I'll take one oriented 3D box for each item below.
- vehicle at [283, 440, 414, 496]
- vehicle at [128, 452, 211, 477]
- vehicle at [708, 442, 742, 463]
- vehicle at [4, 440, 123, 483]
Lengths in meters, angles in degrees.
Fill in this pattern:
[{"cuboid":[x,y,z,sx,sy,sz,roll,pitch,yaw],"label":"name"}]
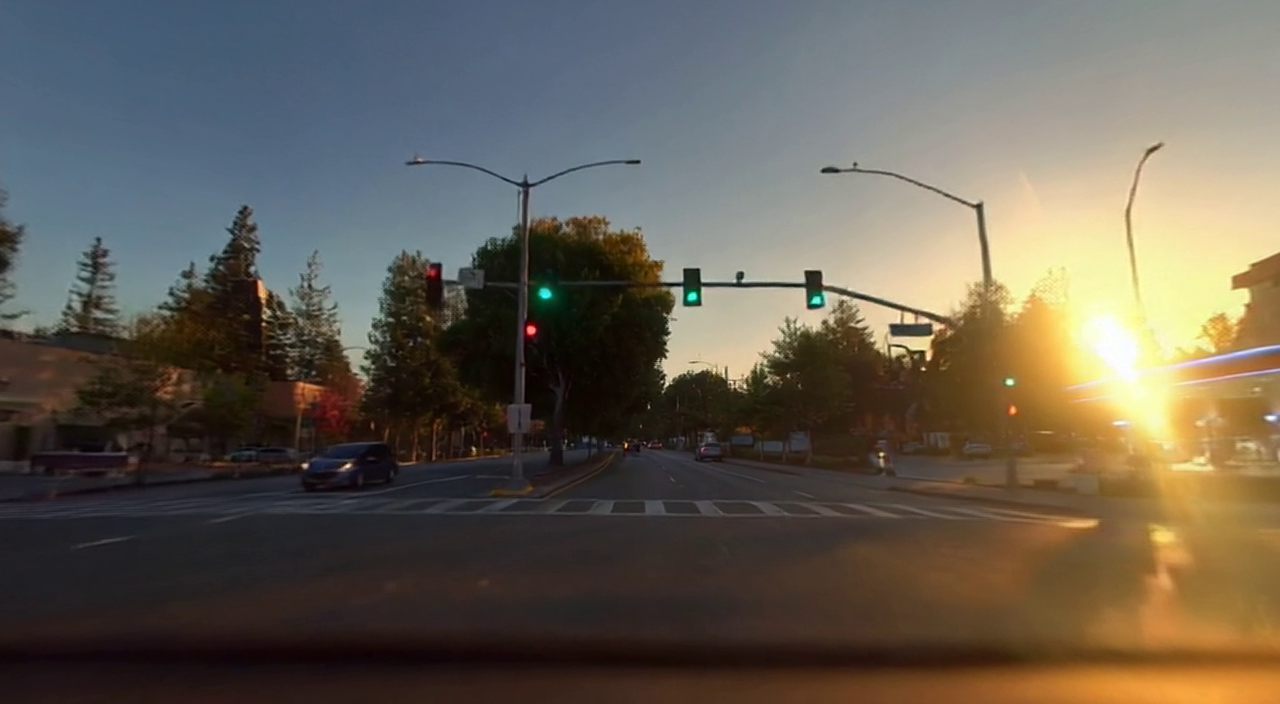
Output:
[{"cuboid":[-9.150,3.673,20.370,2.029,1.452,4.598,-3,-9,1],"label":"vehicle"},{"cuboid":[-36.132,8.645,48.566,4.876,1.829,2.094,-1,-8,7],"label":"vehicle"},{"cuboid":[6.624,7.878,49.660,1.990,1.508,4.426,0,-8,-2],"label":"vehicle"},{"cuboid":[-37.099,7.023,40.727,5.831,2.624,2.189,-1,-9,8],"label":"vehicle"}]
